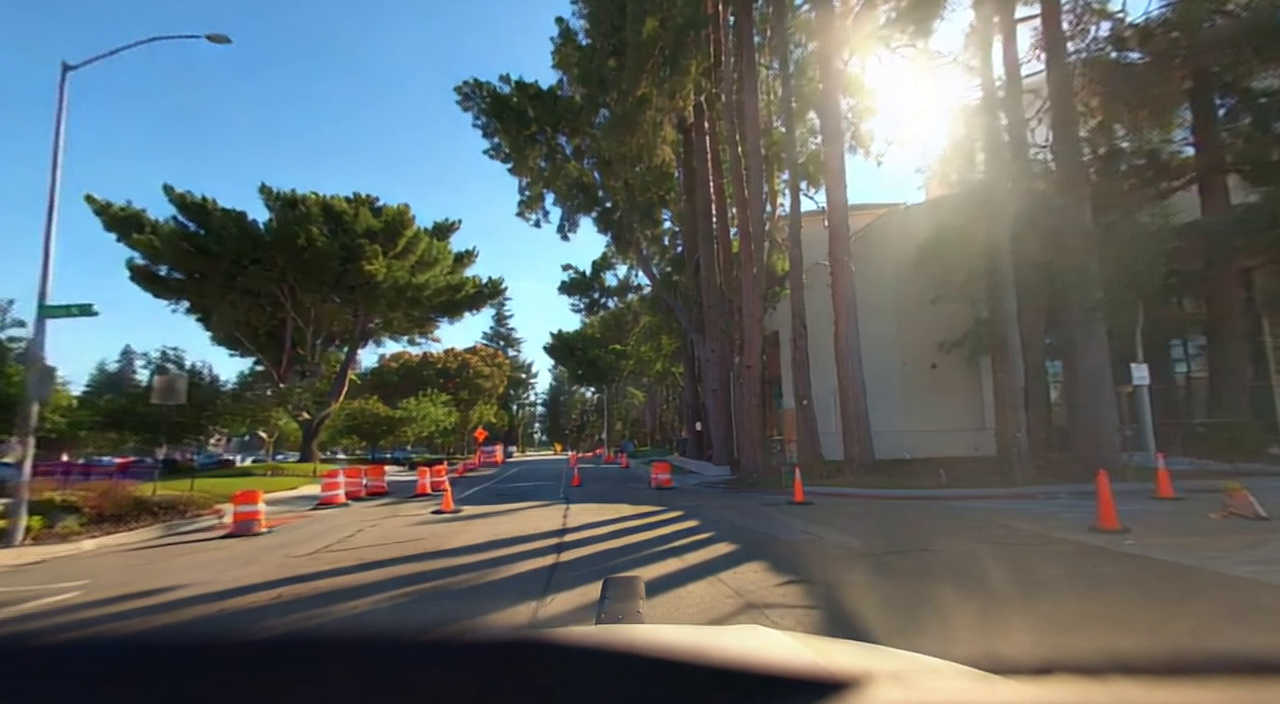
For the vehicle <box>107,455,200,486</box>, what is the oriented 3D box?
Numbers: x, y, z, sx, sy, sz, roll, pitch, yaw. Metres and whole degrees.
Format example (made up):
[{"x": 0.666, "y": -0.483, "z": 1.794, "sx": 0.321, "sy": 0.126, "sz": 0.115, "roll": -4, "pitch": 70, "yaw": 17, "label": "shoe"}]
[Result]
[{"x": -25.204, "y": 6.118, "z": 32.928, "sx": 1.771, "sy": 1.432, "sz": 4.363, "roll": 1, "pitch": -8, "yaw": -8, "label": "vehicle"}]

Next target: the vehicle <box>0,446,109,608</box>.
[{"x": -7.974, "y": 1.501, "z": 4.289, "sx": 2.961, "sy": 1.701, "sz": 7.563, "roll": 1, "pitch": -8, "yaw": -7, "label": "vehicle"}]
